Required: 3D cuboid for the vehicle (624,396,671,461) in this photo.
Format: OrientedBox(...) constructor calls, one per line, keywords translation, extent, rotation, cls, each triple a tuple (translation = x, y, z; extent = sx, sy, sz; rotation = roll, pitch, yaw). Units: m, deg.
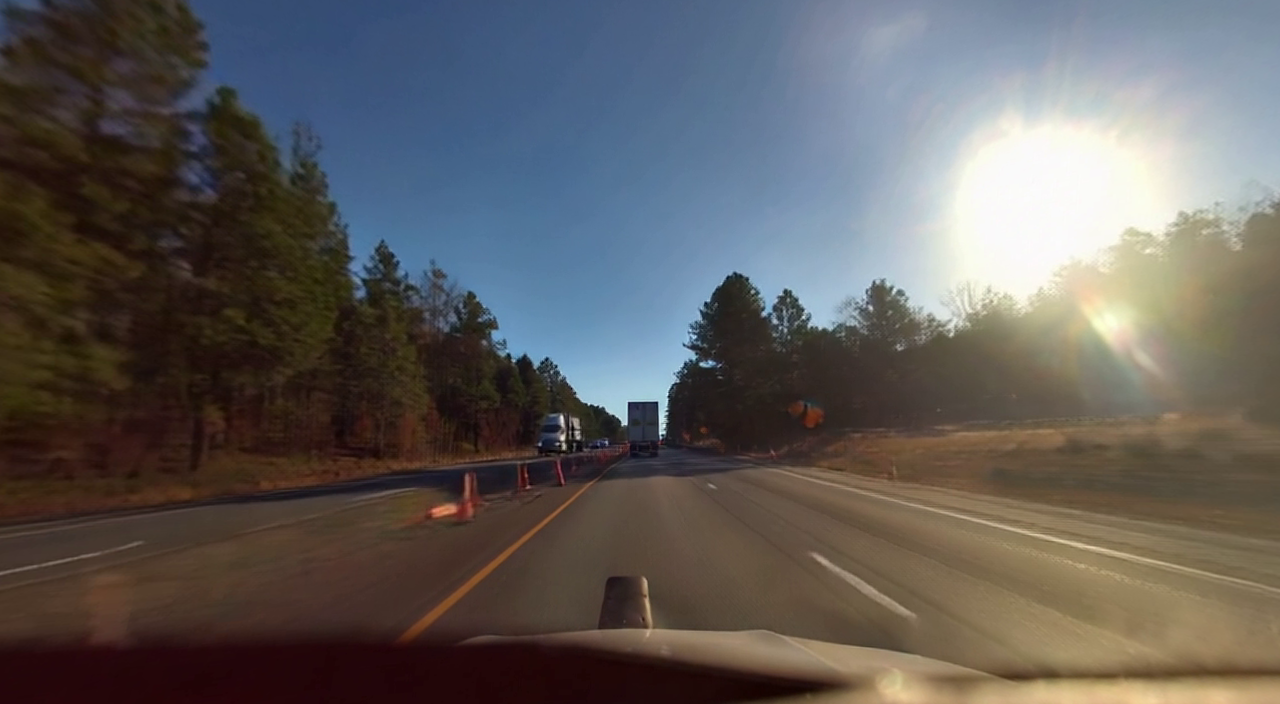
OrientedBox(translation=(0.311, 5.656, 45.526), extent=(2.935, 4.068, 11.036), rotation=(0, -8, -2), cls="vehicle")
